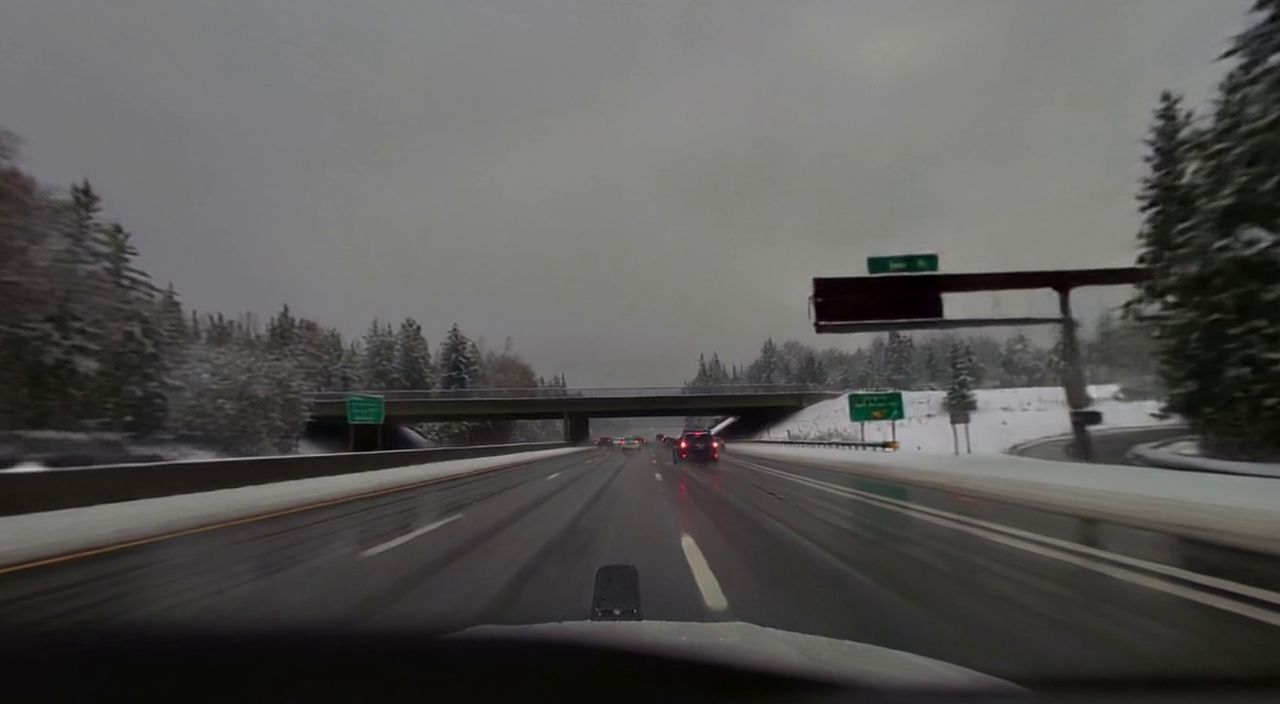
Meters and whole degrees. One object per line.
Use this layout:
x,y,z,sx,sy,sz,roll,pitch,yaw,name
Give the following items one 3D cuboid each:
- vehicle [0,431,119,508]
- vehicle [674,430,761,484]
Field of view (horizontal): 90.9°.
-13.420,2.371,12.934,1.861,1.490,4.157,0,-8,0,vehicle
2.523,3.585,21.982,2.240,1.646,4.949,1,-8,-2,vehicle
